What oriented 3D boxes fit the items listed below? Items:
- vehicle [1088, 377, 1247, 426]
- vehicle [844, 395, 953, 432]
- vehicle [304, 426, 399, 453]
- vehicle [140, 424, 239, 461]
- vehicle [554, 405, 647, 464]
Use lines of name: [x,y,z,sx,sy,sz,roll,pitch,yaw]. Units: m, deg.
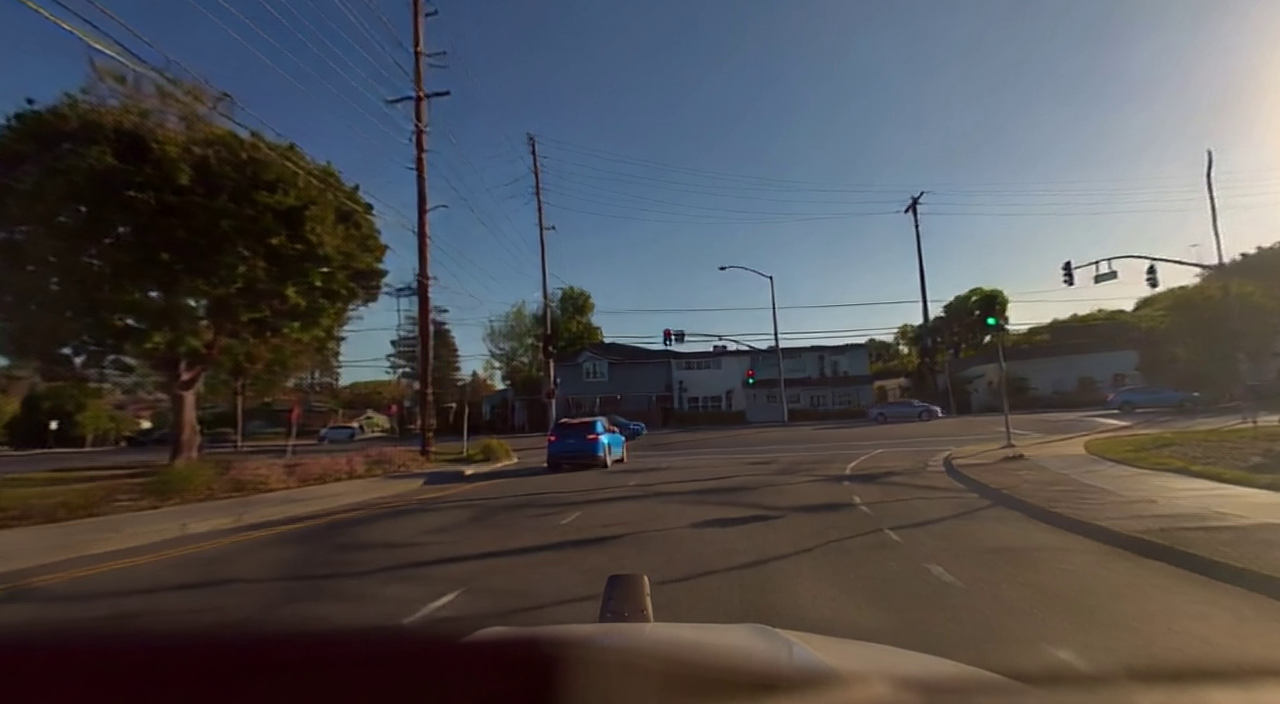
vehicle: [23.816,2.320,28.685,4.950,2.022,2.221,-2,-8,11]
vehicle: [12.659,3.067,31.171,4.636,1.668,1.935,-2,-8,12]
vehicle: [-16.729,5.064,36.602,4.610,1.476,2.021,-2,-8,10]
vehicle: [-27.737,5.547,38.828,4.928,1.843,2.055,-4,-2,10]
vehicle: [-1.162,2.829,21.268,1.928,1.726,4.704,-2,-9,12]
